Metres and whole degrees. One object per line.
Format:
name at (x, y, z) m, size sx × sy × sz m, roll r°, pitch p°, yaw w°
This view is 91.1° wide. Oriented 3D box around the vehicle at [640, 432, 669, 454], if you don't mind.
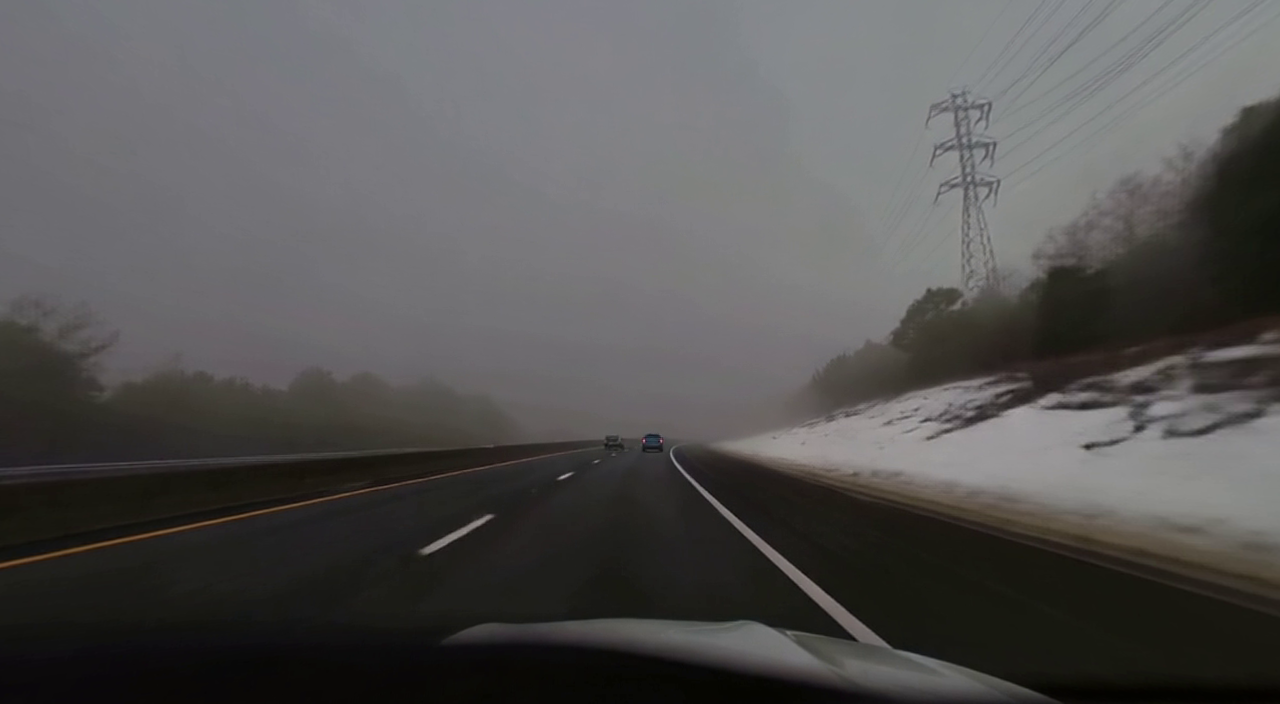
vehicle at (1.152, 6.891, 47.796) m, size 2.077 × 1.523 × 4.206 m, roll 0°, pitch -8°, yaw 3°
